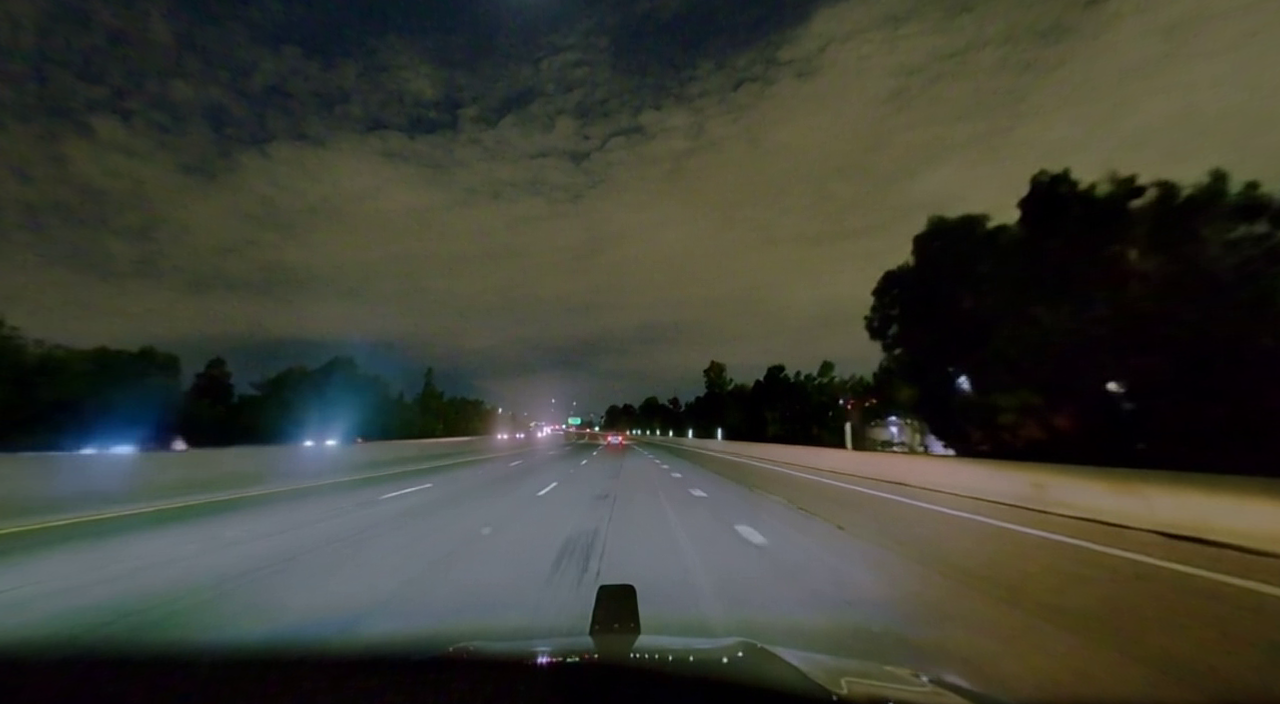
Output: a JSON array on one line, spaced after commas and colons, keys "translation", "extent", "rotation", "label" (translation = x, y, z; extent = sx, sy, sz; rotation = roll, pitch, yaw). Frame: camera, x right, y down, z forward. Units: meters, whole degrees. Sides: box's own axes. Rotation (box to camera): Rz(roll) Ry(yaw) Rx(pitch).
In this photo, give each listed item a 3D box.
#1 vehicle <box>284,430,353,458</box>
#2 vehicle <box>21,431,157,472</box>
[{"translation": [-19.499, 5.552, 38.410], "extent": [1.858, 1.586, 4.625], "rotation": [0, -8, -2], "label": "vehicle"}, {"translation": [-22.330, 4.003, 25.788], "extent": [1.926, 1.524, 4.083], "rotation": [0, -8, -2], "label": "vehicle"}]
